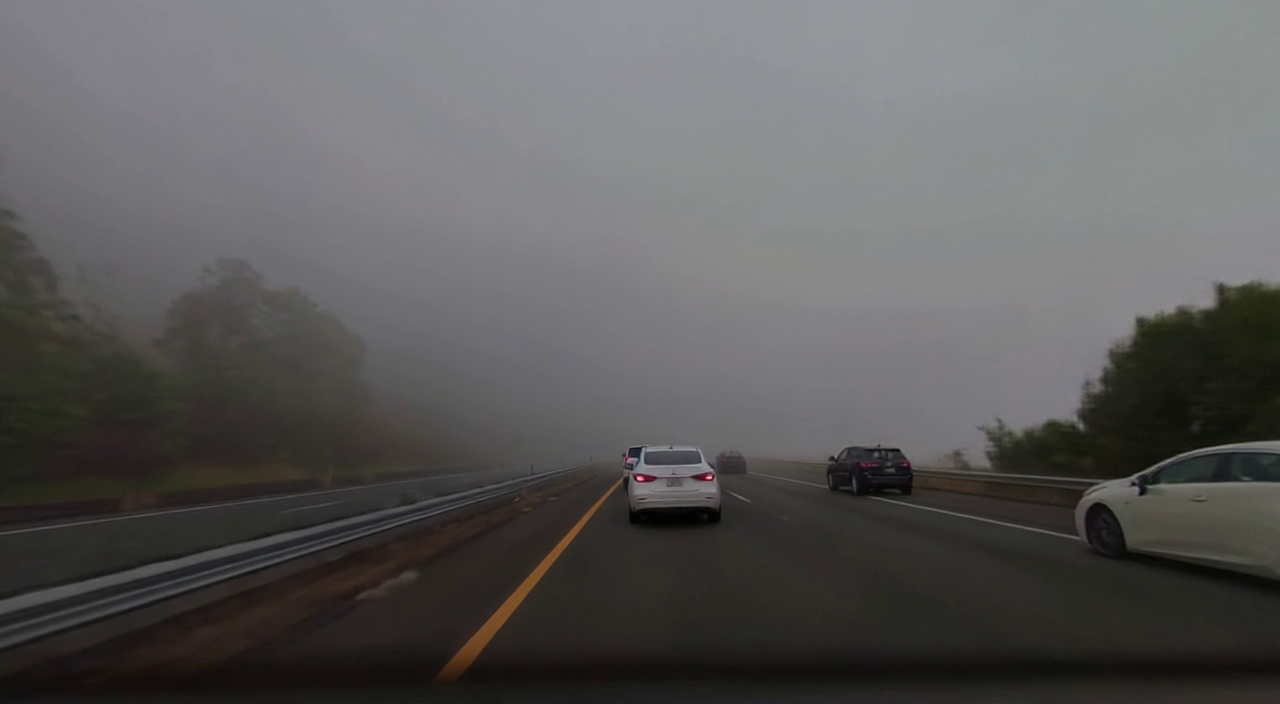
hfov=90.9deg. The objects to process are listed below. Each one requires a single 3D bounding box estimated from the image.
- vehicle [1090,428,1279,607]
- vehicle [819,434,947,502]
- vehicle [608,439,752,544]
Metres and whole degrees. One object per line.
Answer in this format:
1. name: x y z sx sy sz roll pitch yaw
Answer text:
1. vehicle: 6.350 1.398 5.377 1.965 1.484 4.090 0 -9 0
2. vehicle: 6.808 3.283 18.227 1.980 1.702 4.235 0 -9 0
3. vehicle: 0.581 2.326 11.084 2.076 1.485 3.774 0 -9 0
